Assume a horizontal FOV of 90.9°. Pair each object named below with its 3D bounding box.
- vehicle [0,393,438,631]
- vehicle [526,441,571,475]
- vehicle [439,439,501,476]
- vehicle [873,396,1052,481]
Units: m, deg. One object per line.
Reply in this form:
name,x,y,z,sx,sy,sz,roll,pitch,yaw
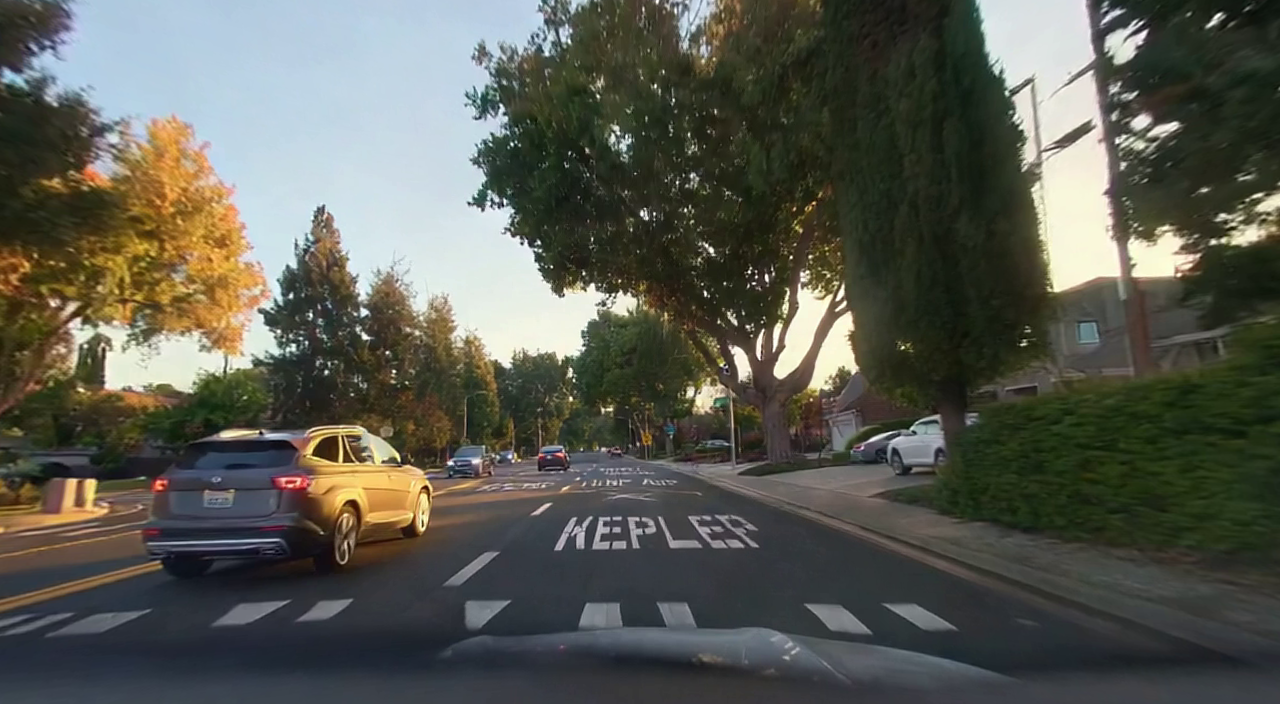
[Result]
vehicle,-4.082,1.521,6.989,2.190,1.766,4.394,0,-8,0
vehicle,-4.462,5.179,31.038,1.802,1.528,3.490,0,-8,-2
vehicle,-8.419,5.254,31.624,2.036,1.710,4.323,0,-8,-2
vehicle,8.348,2.350,16.983,1.934,1.741,4.793,-6,-8,-4
